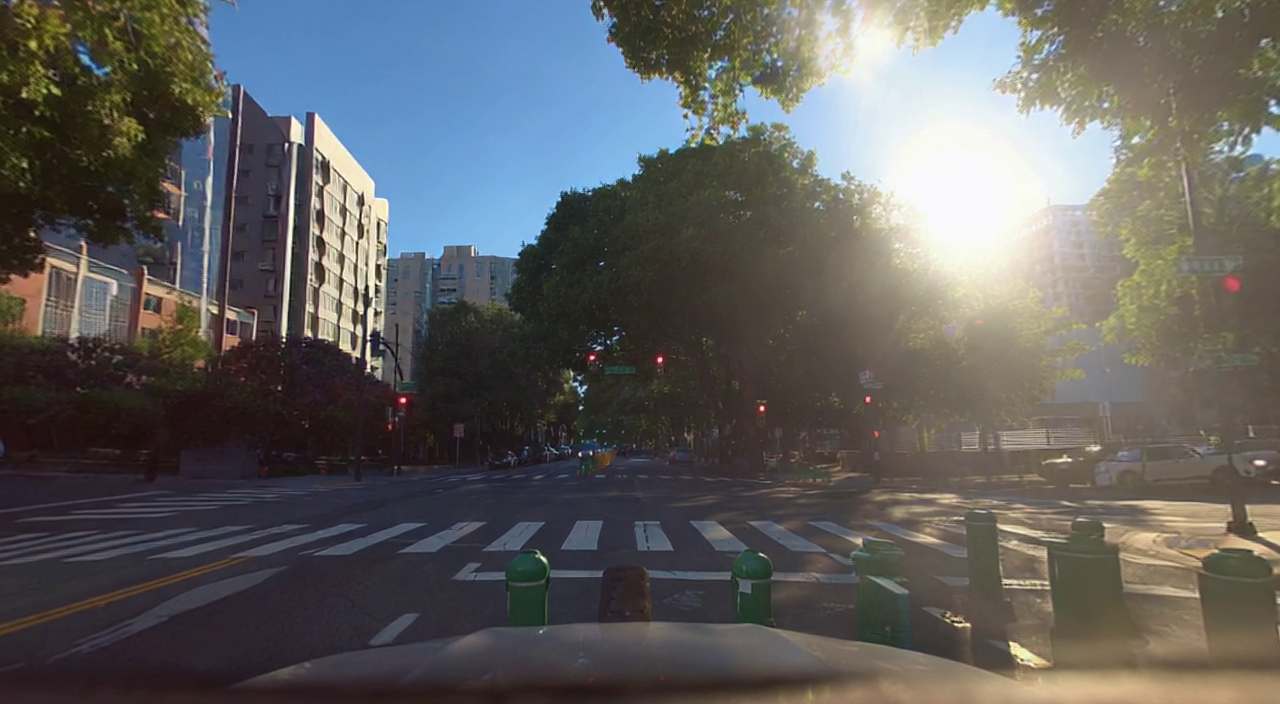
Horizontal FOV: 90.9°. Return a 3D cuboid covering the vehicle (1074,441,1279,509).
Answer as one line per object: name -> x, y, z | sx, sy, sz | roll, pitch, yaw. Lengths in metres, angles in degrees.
vehicle -> 12.975, 2.800, 14.574 | 4.424, 1.436, 1.804 | -1, -9, 5
